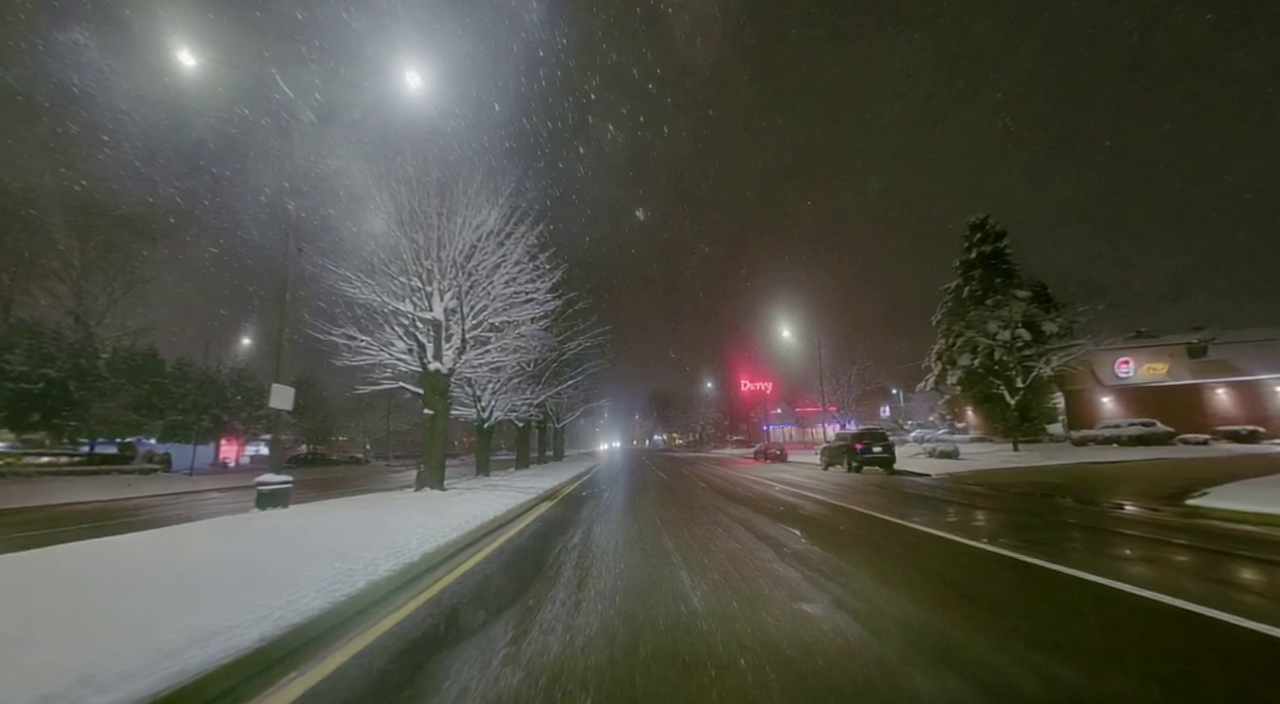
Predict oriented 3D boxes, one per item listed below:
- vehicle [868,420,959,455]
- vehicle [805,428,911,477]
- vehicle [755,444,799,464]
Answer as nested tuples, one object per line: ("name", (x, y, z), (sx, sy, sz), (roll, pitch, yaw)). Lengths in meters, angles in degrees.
("vehicle", (20.516, 6.438, 47.459), (5.877, 2.471, 2.528), (-5, -10, 30))
("vehicle", (10.186, 4.758, 30.221), (2.610, 2.072, 5.985), (0, -8, -3))
("vehicle", (10.052, 7.509, 46.681), (2.034, 1.437, 4.728), (0, -8, -2))
